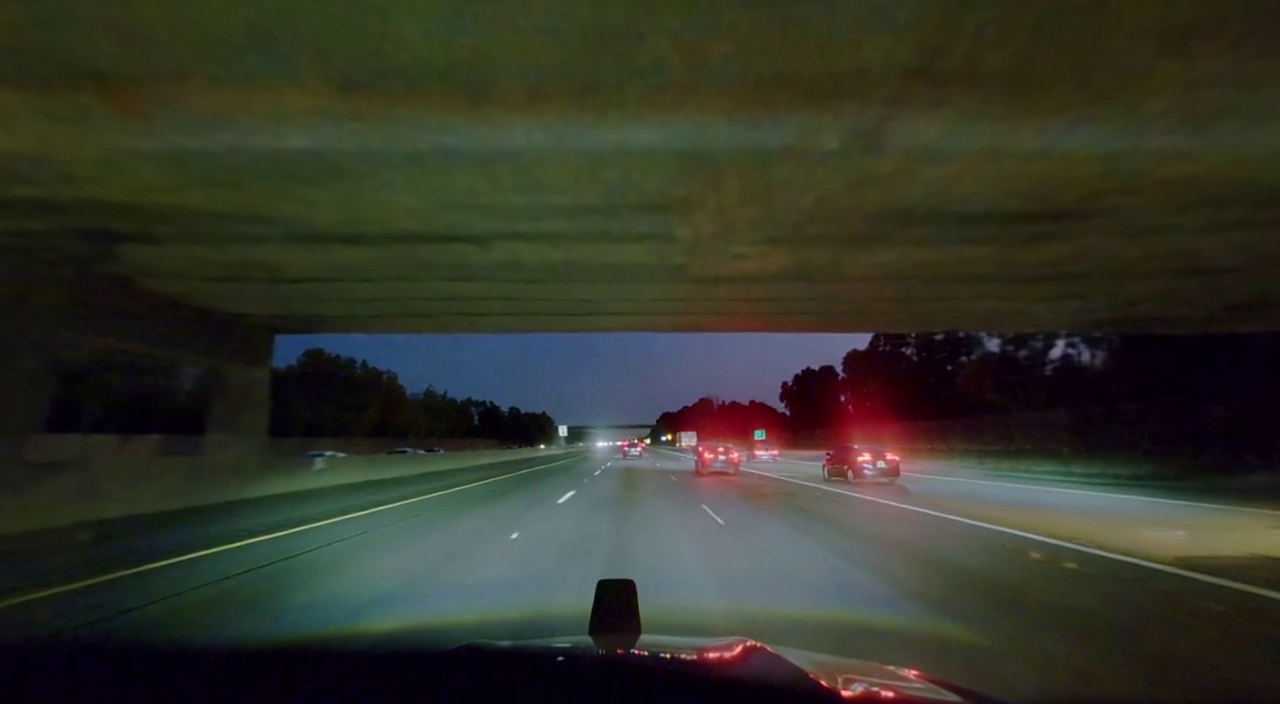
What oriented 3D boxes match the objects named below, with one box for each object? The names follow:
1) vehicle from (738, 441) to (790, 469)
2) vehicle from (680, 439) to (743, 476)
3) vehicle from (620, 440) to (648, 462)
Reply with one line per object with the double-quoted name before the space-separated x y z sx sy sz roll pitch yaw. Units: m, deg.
"vehicle" 6.973 5.849 36.056 1.946 1.497 4.467 0 -9 -2
"vehicle" 3.025 4.606 27.775 2.076 1.472 4.562 0 -9 -2
"vehicle" -0.488 7.422 47.369 2.029 1.595 4.207 0 -8 -1
